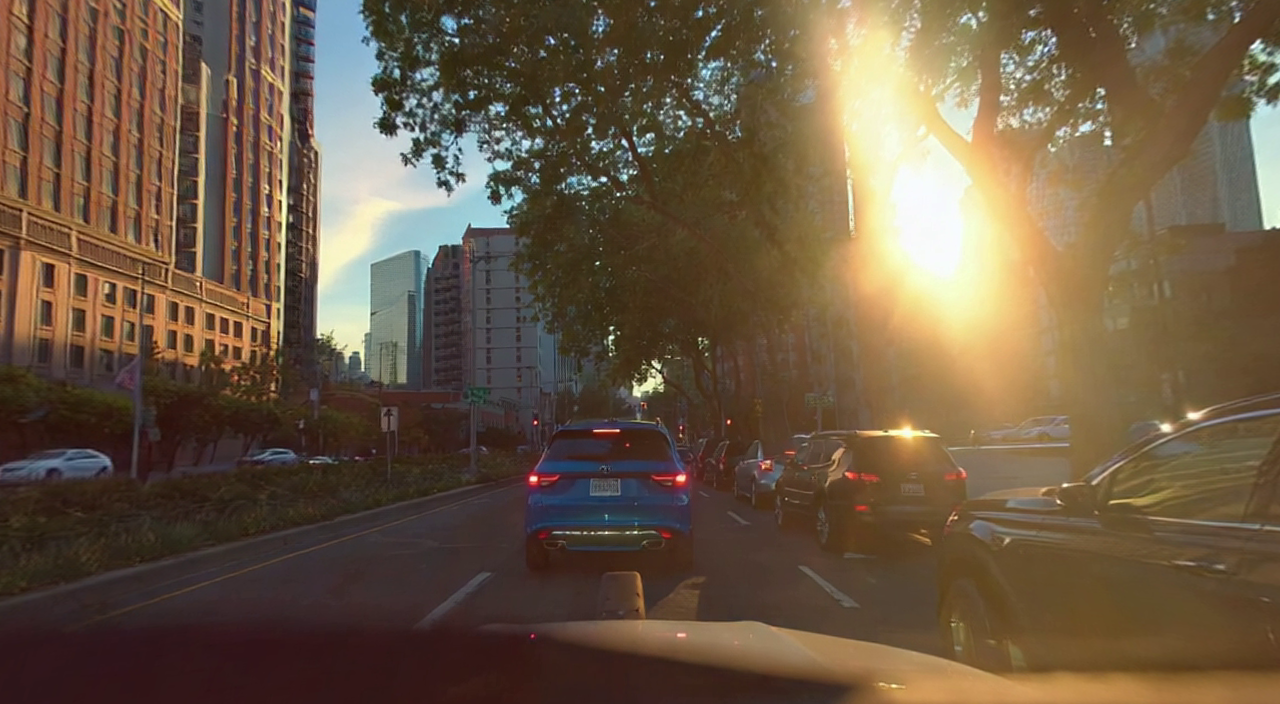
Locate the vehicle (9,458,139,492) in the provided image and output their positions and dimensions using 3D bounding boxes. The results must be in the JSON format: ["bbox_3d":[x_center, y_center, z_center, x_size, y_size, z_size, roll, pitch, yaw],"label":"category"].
[{"bbox_3d":[-27.536,5.948,30.988,1.967,1.428,4.832,0,-9,-1],"label":"vehicle"}]

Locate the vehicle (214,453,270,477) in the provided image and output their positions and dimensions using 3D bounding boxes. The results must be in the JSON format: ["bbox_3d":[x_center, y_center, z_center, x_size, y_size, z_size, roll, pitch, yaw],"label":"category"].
[{"bbox_3d":[-26.908,7.629,42.874,1.960,1.459,4.699,2,-9,-17],"label":"vehicle"}]

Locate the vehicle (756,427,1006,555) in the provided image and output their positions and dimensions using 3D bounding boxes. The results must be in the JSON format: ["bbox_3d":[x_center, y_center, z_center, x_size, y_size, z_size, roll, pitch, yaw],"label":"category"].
[{"bbox_3d":[3.270,1.986,9.811,1.941,1.482,4.632,0,-9,-2],"label":"vehicle"}]

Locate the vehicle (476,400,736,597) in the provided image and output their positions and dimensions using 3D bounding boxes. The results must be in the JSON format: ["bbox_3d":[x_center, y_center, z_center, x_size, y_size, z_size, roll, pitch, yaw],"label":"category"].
[{"bbox_3d":[-0.345,1.581,7.611,2.249,1.684,4.084,0,-9,-2],"label":"vehicle"}]

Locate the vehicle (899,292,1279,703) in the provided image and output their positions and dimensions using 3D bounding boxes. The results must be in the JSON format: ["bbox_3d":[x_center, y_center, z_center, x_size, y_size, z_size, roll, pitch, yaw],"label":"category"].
[{"bbox_3d":[2.993,0.749,2.254,2.063,1.760,4.664,0,-9,-1],"label":"vehicle"}]
